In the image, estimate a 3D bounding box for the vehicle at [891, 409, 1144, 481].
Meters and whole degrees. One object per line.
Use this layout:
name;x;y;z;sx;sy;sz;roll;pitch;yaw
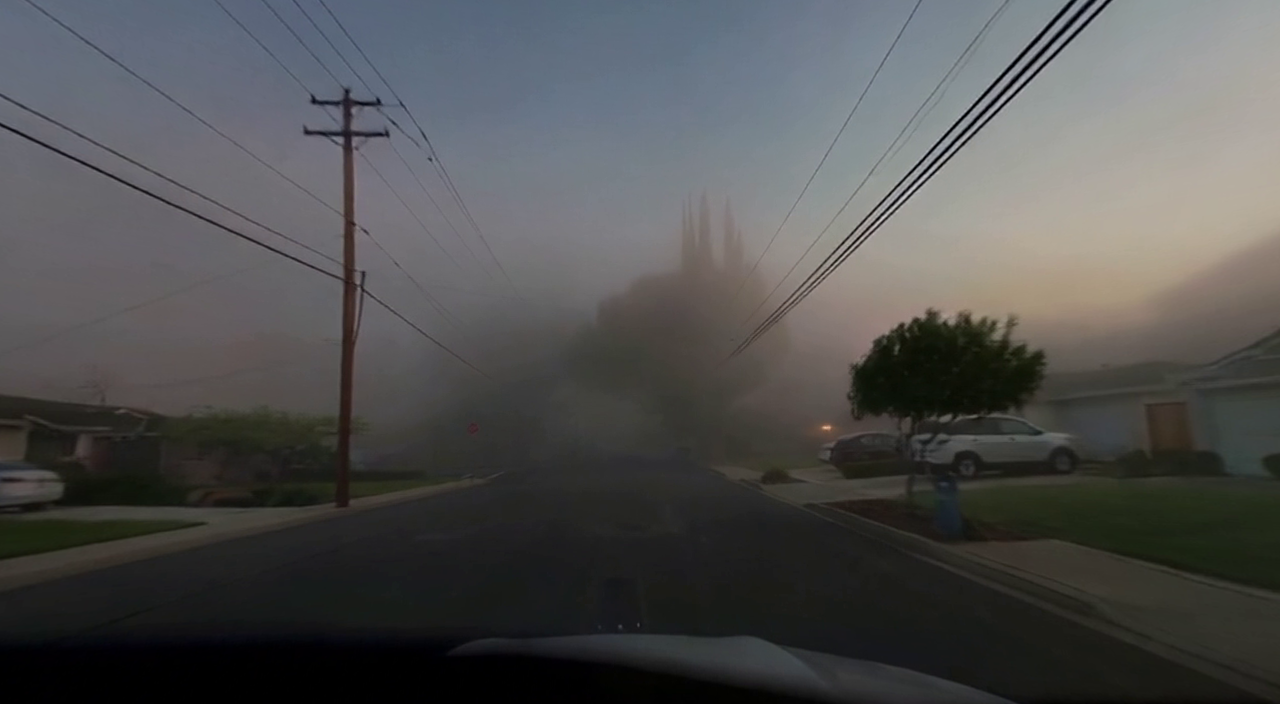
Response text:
vehicle;11.090;2.792;18.982;5.968;1.963;2.573;0;-9;-2

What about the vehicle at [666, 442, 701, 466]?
vehicle;3.316;7.860;48.693;2.134;1.720;4.515;0;-9;-3
